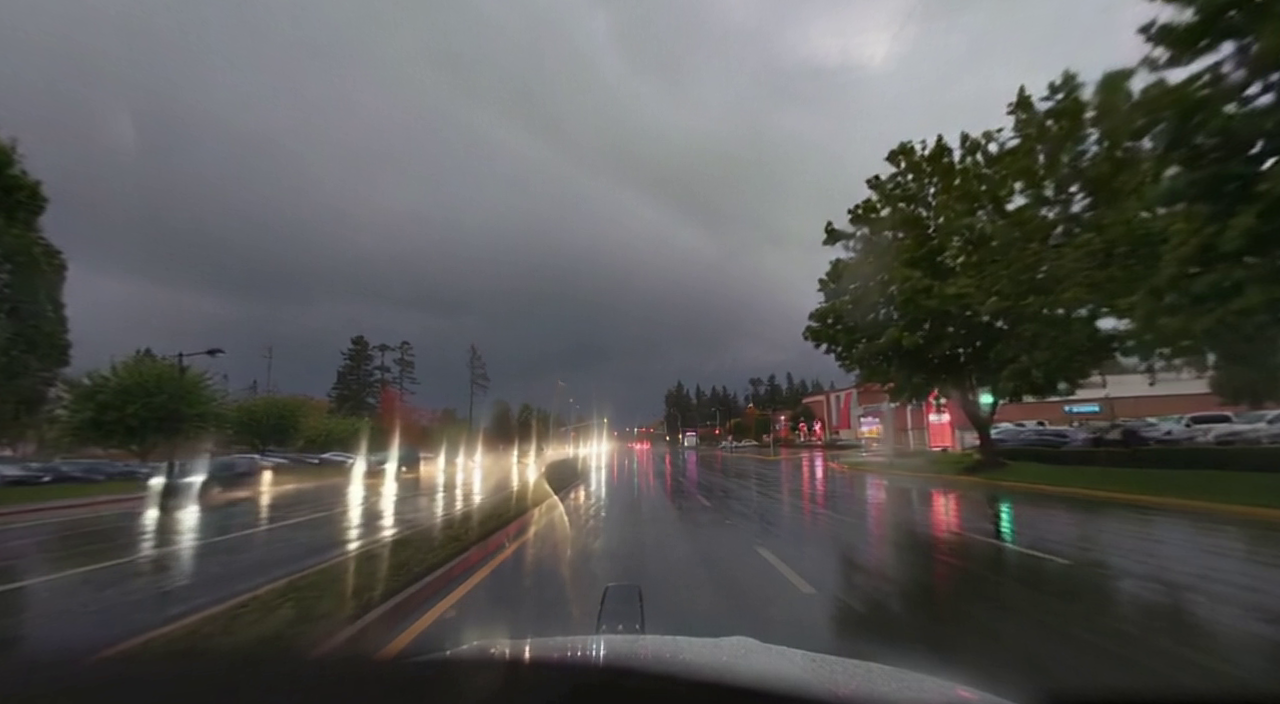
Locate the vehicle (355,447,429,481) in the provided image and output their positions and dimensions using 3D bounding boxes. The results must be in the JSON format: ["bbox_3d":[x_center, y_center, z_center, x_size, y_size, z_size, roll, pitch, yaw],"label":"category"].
[{"bbox_3d":[-11.931,5.405,30.734,1.866,1.518,4.240,0,-9,0],"label":"vehicle"}]

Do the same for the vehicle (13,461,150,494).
[{"bbox_3d":[-28.242,6.325,32.181,4.766,1.489,2.092,5,-10,-27],"label":"vehicle"}]

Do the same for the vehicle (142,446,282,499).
[{"bbox_3d":[-15.525,4.359,23.291,2.060,1.748,4.384,0,-9,0],"label":"vehicle"}]
